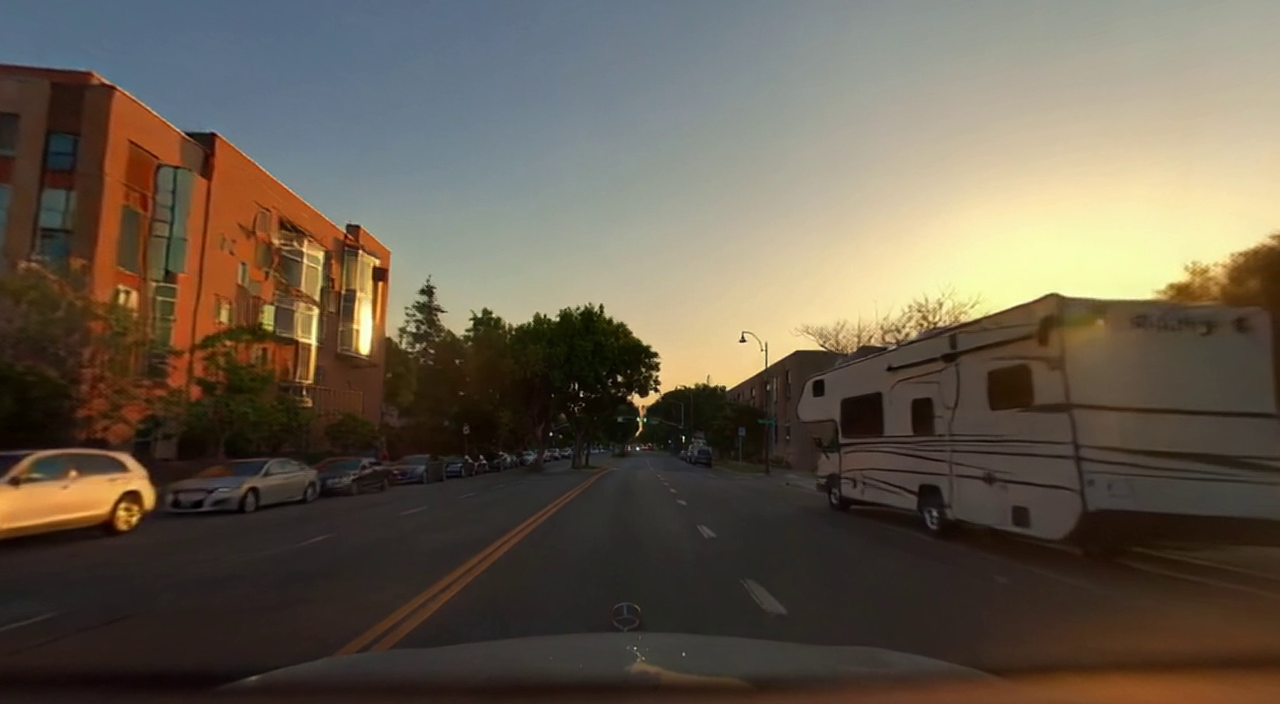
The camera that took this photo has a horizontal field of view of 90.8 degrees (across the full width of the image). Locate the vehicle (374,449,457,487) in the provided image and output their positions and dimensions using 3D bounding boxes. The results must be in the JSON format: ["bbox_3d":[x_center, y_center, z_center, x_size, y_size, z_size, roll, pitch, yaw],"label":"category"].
[{"bbox_3d":[-10.037,5.198,28.662,1.918,1.535,4.834,0,-8,1],"label":"vehicle"}]

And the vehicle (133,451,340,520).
[{"bbox_3d":[-9.999,3.311,16.302,2.078,1.427,4.900,0,-8,0],"label":"vehicle"}]

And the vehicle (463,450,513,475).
[{"bbox_3d":[-10.133,7.373,42.530,1.995,1.564,5.321,0,-8,0],"label":"vehicle"}]

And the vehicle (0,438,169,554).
[{"bbox_3d":[-9.998,2.113,9.559,2.276,1.597,4.421,0,-9,0],"label":"vehicle"}]

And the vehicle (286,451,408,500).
[{"bbox_3d":[-10.040,4.240,22.188,1.959,1.451,4.990,0,-8,-1],"label":"vehicle"}]

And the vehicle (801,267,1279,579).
[{"bbox_3d":[6.057,1.460,11.954,3.102,3.473,9.734,0,-8,-2],"label":"vehicle"}]
